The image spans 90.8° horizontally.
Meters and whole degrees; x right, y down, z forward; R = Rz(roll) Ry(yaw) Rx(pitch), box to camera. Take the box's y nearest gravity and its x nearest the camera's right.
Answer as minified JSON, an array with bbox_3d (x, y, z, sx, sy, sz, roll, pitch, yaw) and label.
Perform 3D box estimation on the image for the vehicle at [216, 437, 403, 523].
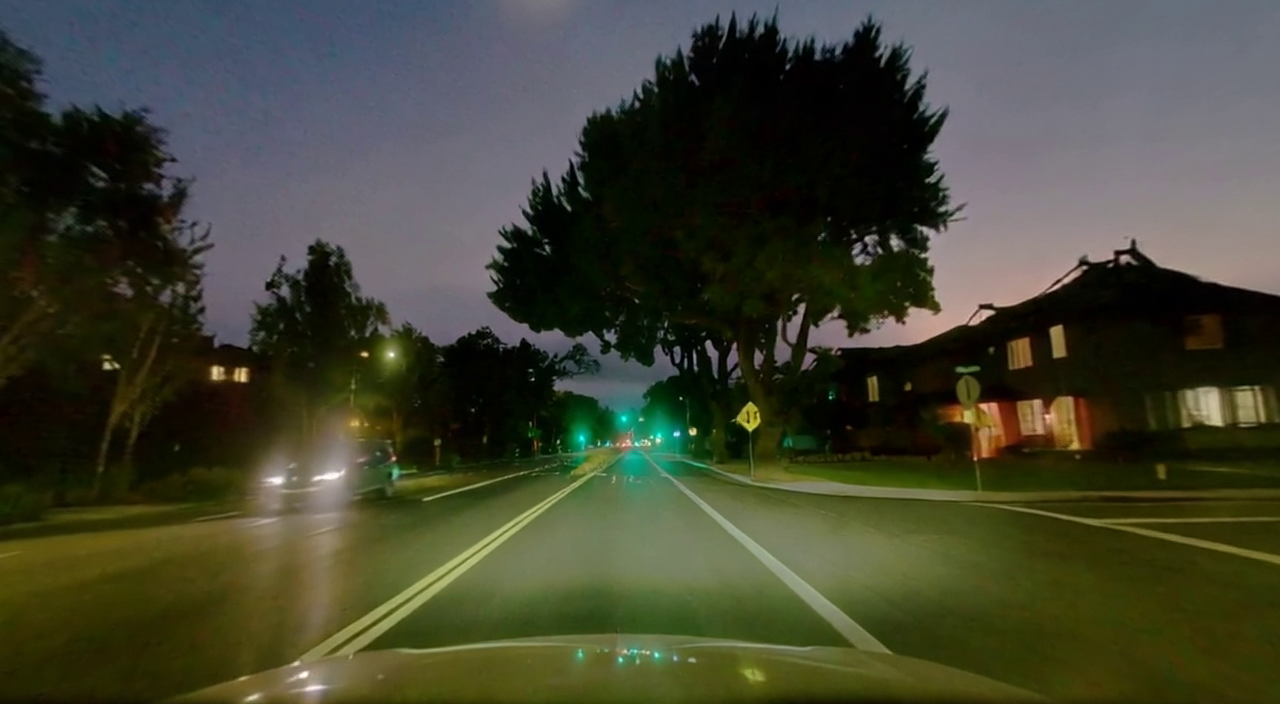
[{"bbox_3d":[-7.259,2.814,14.511,1.994,1.646,4.276,0,-9,0],"label":"vehicle"}]
